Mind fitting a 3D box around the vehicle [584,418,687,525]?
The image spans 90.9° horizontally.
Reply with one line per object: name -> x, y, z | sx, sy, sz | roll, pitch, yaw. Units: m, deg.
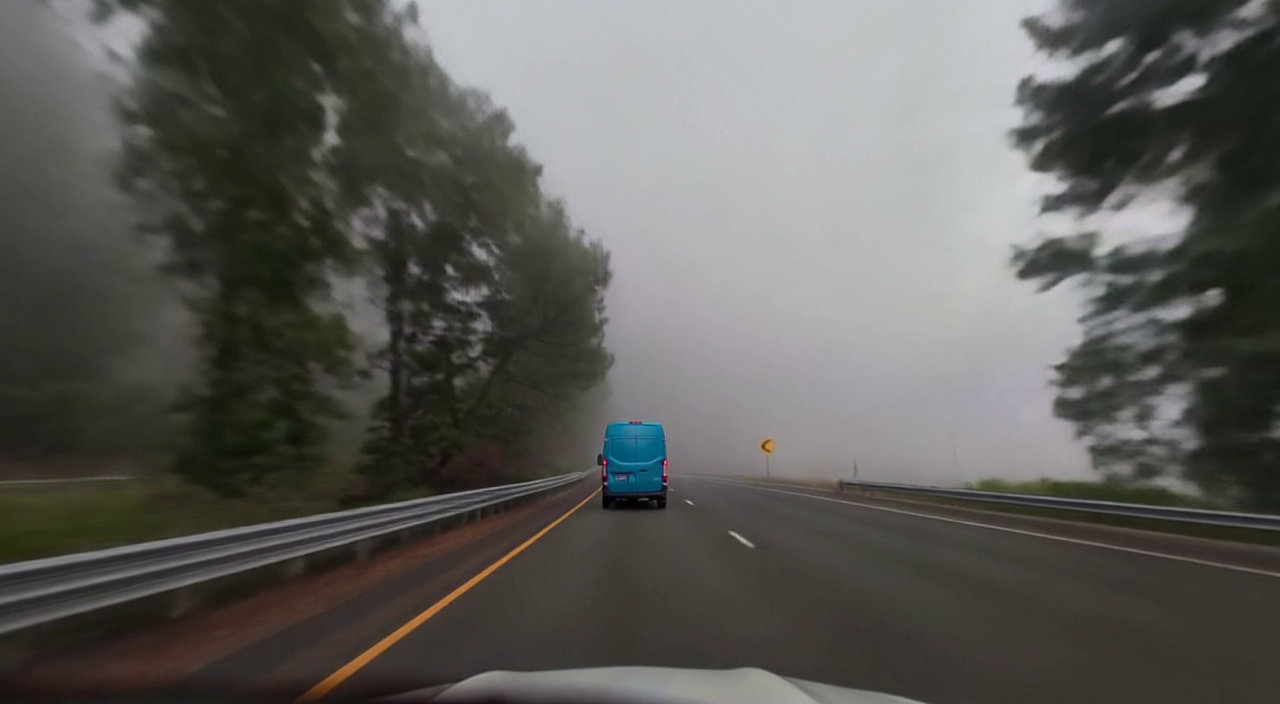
vehicle -> -0.199, 3.339, 17.769 | 2.375, 2.432, 6.161 | 1, -10, -2
